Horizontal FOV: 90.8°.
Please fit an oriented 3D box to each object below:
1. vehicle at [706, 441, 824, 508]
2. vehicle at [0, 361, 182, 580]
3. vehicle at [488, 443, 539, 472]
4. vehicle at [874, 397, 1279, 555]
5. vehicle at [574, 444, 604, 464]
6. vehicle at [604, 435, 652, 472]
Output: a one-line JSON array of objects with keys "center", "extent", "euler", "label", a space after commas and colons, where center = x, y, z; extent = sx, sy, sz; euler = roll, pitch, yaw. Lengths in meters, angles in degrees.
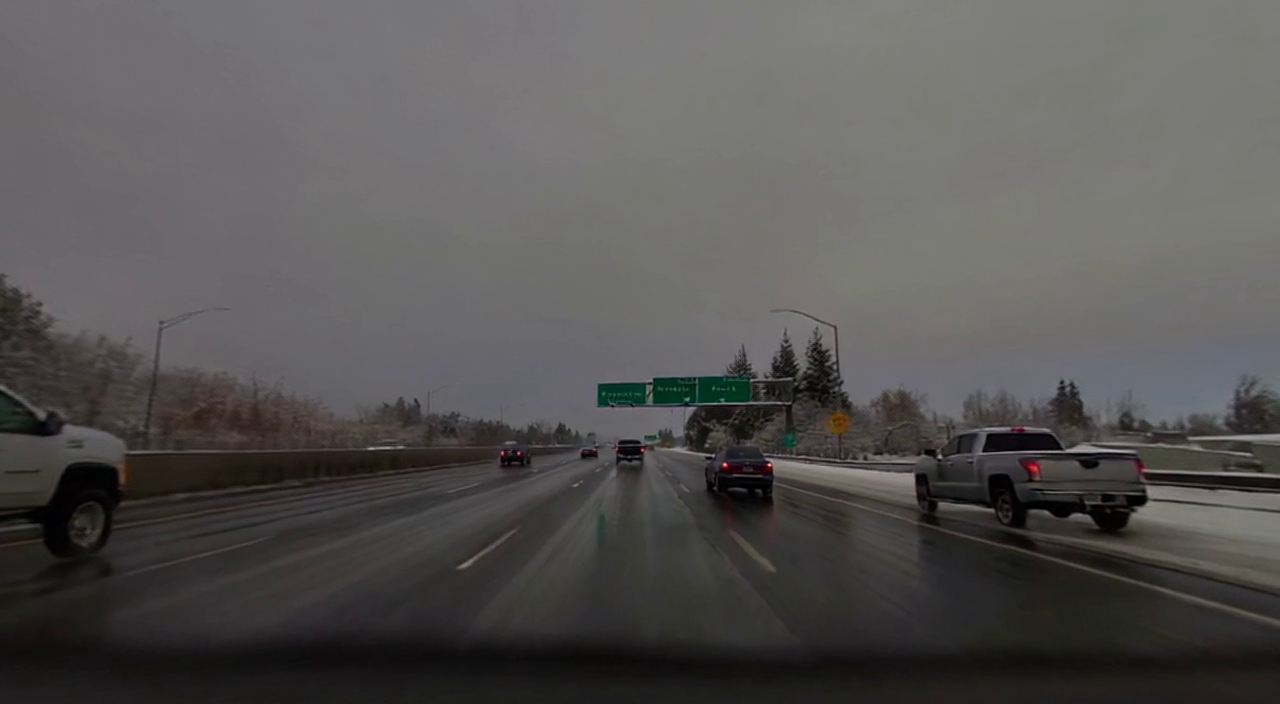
[{"center": [2.966, 3.004, 16.034], "extent": [2.011, 1.462, 4.286], "euler": [0, -8, -1], "label": "vehicle"}, {"center": [-7.150, 0.974, 5.013], "extent": [2.444, 2.012, 6.122], "euler": [0, -8, 0], "label": "vehicle"}, {"center": [-7.038, 5.907, 35.630], "extent": [1.920, 1.482, 4.385], "euler": [0, -8, 0], "label": "vehicle"}, {"center": [6.511, 1.948, 10.758], "extent": [2.635, 1.919, 5.907], "euler": [0, -8, -2], "label": "vehicle"}, {"center": [-3.972, 8.037, 49.726], "extent": [1.935, 1.487, 4.076], "euler": [0, -8, 0], "label": "vehicle"}, {"center": [-0.603, 5.336, 33.359], "extent": [2.323, 1.805, 4.729], "euler": [0, -8, 0], "label": "vehicle"}]
